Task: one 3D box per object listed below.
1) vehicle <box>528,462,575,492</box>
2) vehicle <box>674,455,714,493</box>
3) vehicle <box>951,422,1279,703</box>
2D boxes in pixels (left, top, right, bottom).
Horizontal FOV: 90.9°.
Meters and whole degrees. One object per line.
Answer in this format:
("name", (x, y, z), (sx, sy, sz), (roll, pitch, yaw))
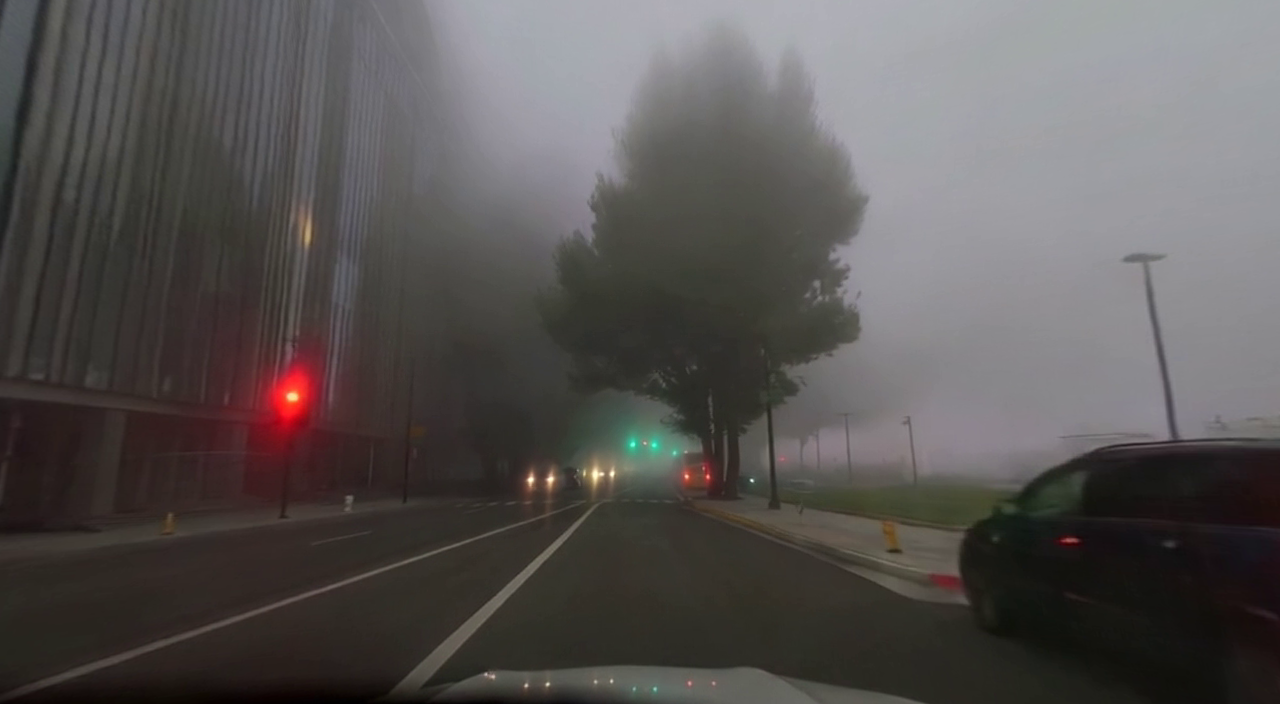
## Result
("vehicle", (-5.883, 8.366, 42.442), (2.043, 1.778, 4.602), (-3, -10, 6))
("vehicle", (3.003, 6.959, 36.093), (2.064, 2.010, 4.791), (0, -10, 2))
("vehicle", (3.564, 1.216, 3.502), (1.899, 1.470, 3.666), (0, -10, 3))
